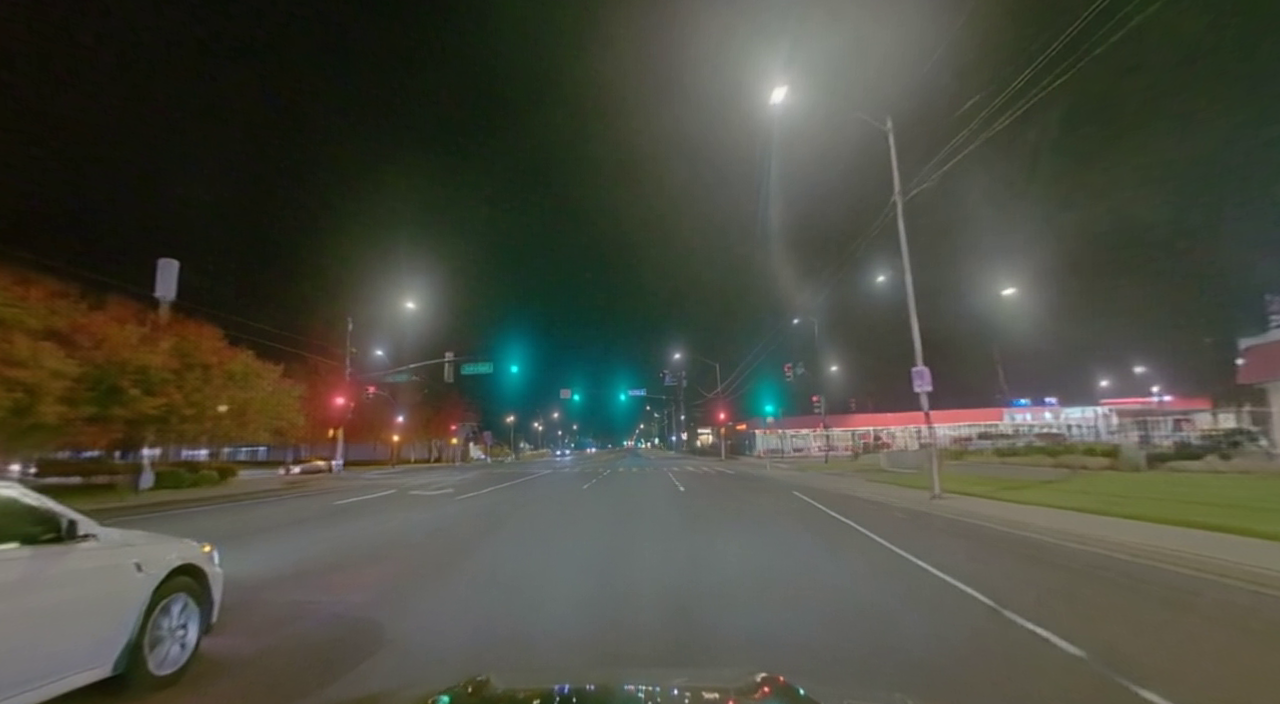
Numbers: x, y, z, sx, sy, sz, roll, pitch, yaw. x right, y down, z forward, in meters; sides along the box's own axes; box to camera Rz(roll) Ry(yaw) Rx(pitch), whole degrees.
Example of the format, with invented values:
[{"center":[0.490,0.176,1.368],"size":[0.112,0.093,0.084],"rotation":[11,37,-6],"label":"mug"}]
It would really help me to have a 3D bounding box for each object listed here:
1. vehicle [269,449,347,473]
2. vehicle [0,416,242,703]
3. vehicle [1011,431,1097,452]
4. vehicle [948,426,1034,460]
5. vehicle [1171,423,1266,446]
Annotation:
[{"center":[-25.159,8.277,48.024],"size":[4.727,1.719,2.095],"rotation":[-1,-8,2],"label":"vehicle"},{"center":[-2.910,0.746,0.754],"size":[1.874,1.424,4.553],"rotation":[0,-8,1],"label":"vehicle"},{"center":[28.568,6.194,43.677],"size":[4.663,1.400,1.716],"rotation":[-1,-8,2],"label":"vehicle"},{"center":[18.656,4.873,33.843],"size":[1.879,1.643,4.484],"rotation":[0,-8,-3],"label":"vehicle"},{"center":[39.575,5.670,43.283],"size":[4.491,1.456,1.844],"rotation":[-1,-9,3],"label":"vehicle"}]
